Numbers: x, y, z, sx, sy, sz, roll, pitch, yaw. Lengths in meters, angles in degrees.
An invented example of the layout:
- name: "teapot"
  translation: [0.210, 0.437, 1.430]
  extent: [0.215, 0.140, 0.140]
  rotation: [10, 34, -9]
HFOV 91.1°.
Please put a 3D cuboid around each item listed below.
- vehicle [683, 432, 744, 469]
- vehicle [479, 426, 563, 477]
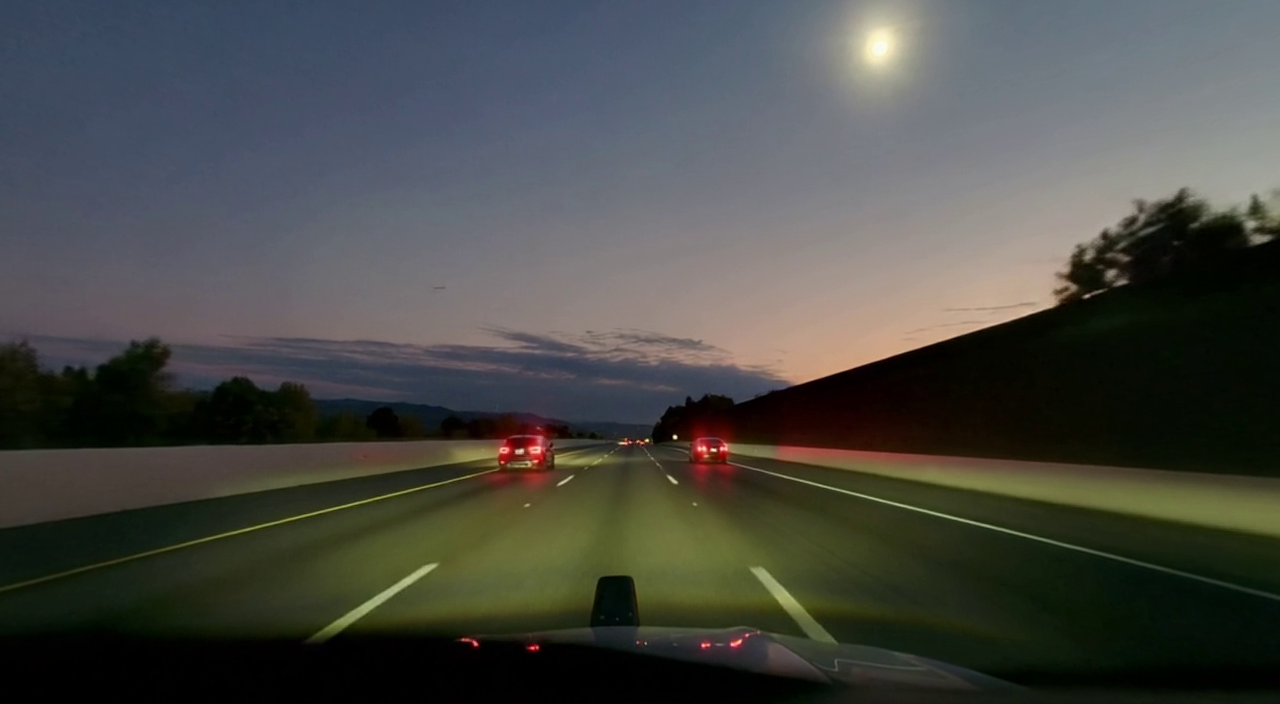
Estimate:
- name: "vehicle"
  translation: [3.222, 4.407, 28.534]
  extent: [2.077, 1.523, 4.539]
  rotation: [0, -8, -2]
- name: "vehicle"
  translation: [-4.169, 3.548, 22.779]
  extent: [2.219, 1.660, 4.153]
  rotation: [0, -8, 0]
